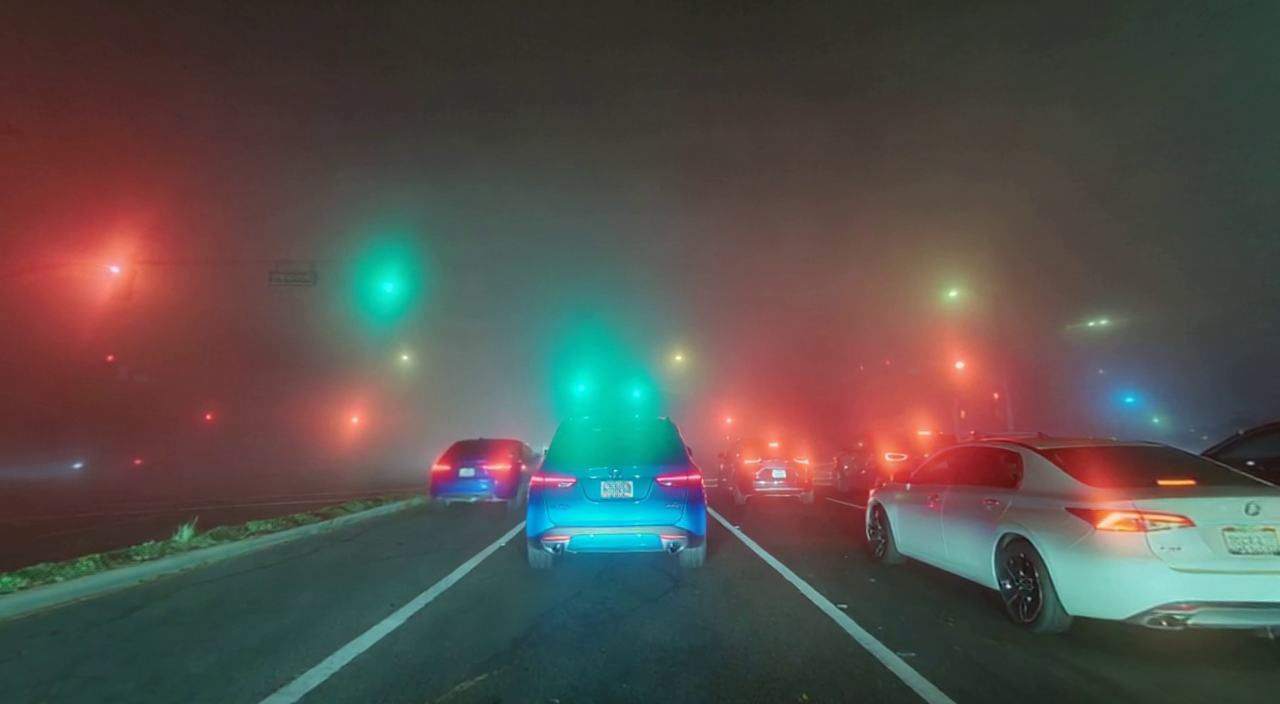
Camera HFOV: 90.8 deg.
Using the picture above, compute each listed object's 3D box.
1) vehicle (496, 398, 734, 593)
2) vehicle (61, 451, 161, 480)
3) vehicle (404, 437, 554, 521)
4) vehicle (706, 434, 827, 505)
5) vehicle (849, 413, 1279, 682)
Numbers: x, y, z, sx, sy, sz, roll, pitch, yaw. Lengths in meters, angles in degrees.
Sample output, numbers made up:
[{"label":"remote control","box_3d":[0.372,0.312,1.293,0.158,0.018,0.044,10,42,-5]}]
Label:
[{"label":"vehicle","box_3d":[-0.277,1.558,7.630,2.101,1.707,3.904,0,-8,-2]},{"label":"vehicle","box_3d":[-35.112,7.518,42.056,4.446,1.821,2.276,1,-8,-5]},{"label":"vehicle","box_3d":[-3.209,2.619,13.620,2.077,1.493,4.281,0,-9,0]},{"label":"vehicle","box_3d":[2.966,2.857,15.774,1.950,1.506,4.086,0,-8,-3]},{"label":"vehicle","box_3d":[3.601,1.395,5.690,1.861,1.478,4.185,0,-8,-2]}]
